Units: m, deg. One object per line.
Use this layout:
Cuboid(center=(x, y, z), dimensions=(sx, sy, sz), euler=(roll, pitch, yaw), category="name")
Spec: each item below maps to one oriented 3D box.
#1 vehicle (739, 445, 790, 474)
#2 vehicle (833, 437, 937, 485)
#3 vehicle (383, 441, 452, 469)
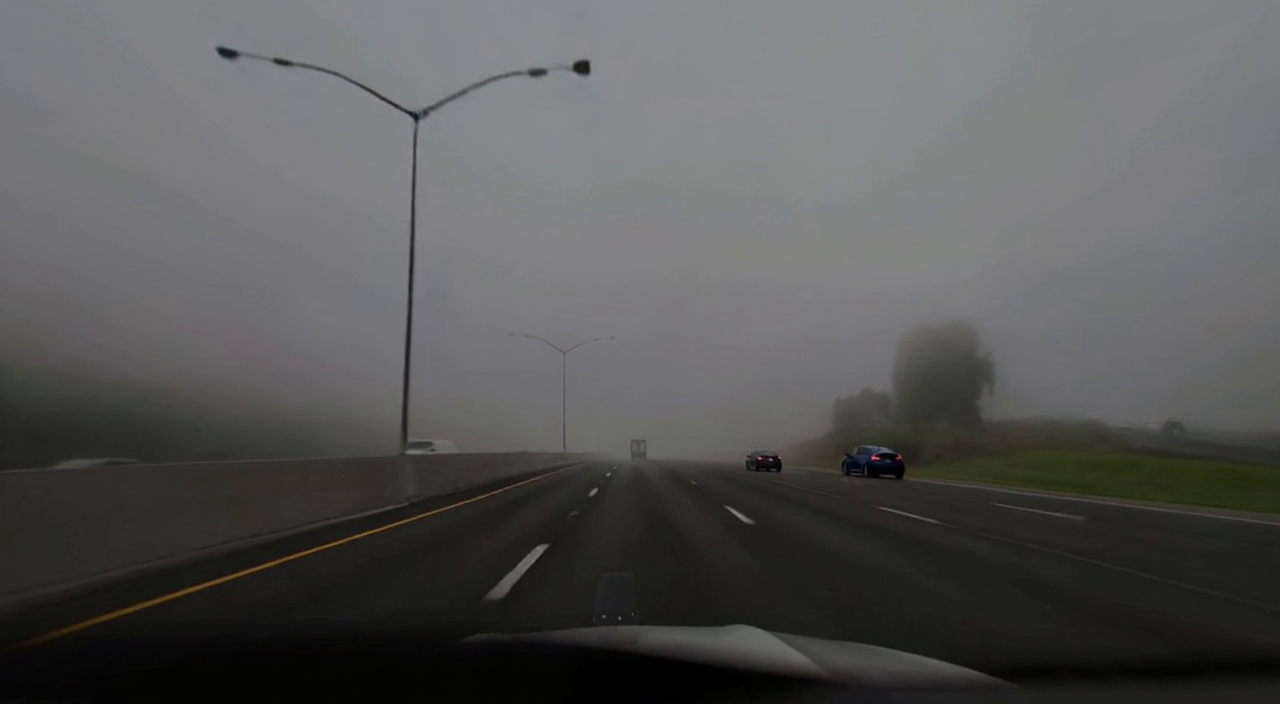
Cuboid(center=(7.159, 6.237, 36.637), dimensions=(2.053, 1.553, 4.463), euler=(0, -9, -1), category="vehicle")
Cuboid(center=(10.869, 4.877, 28.515), dimensions=(2.387, 1.936, 5.646), euler=(0, -9, 0), category="vehicle")
Cuboid(center=(-16.998, 7.901, 48.590), dimensions=(2.851, 1.978, 6.334), euler=(0, -9, 2), category="vehicle")
